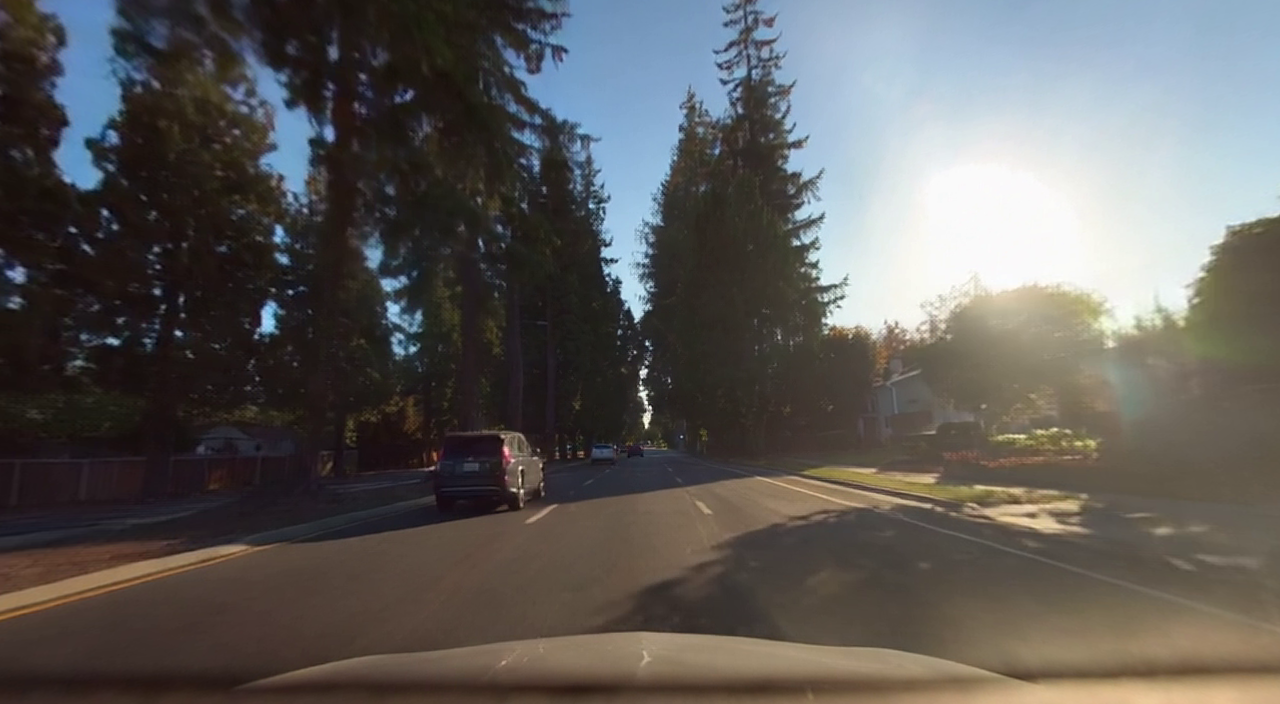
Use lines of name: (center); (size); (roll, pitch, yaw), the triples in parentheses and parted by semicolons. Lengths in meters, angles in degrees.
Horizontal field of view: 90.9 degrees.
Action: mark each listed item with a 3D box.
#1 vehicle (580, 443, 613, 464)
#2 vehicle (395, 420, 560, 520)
vehicle: (-3.091, 7.347, 45.672); (2.021, 1.466, 4.330); (0, -9, 1)
vehicle: (-3.035, 2.350, 13.031); (2.058, 1.671, 4.704); (0, -9, 1)
